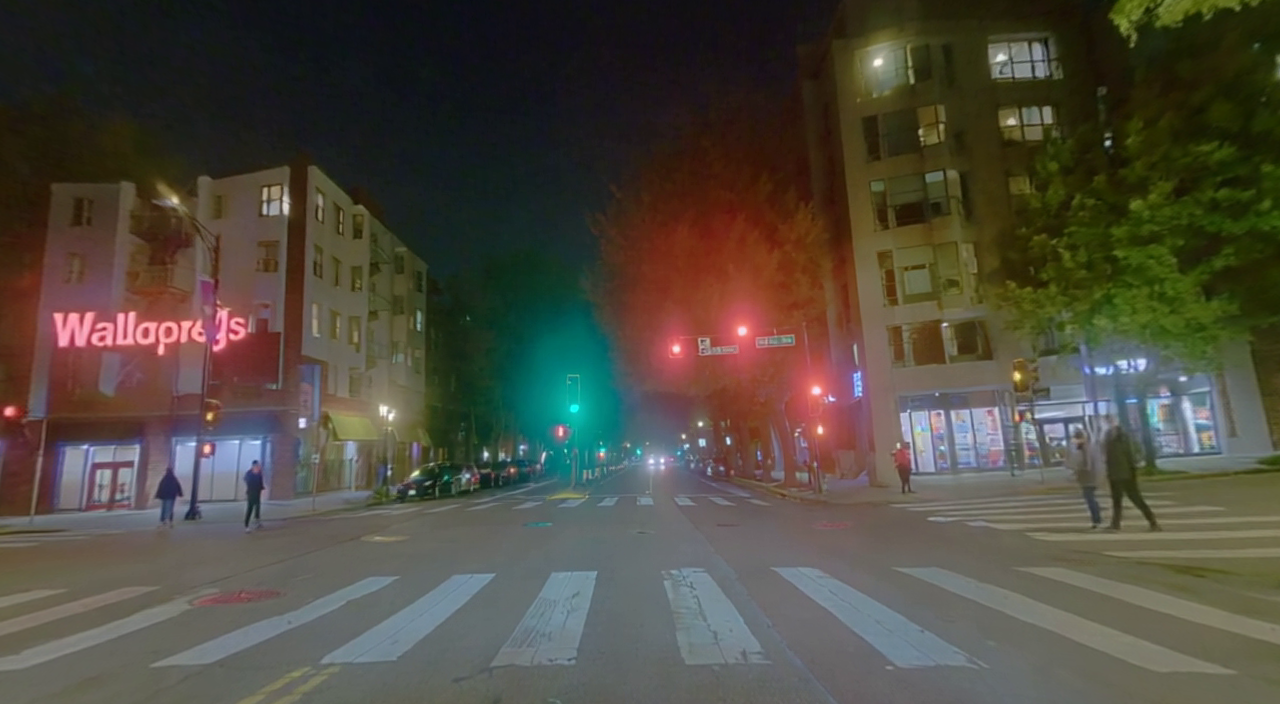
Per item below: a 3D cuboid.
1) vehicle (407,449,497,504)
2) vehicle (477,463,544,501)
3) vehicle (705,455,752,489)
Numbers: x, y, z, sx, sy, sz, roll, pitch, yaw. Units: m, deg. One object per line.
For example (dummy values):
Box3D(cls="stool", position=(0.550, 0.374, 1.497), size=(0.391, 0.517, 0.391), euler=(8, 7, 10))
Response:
Box3D(cls="vehicle", position=(-8.809, 5.852, 30.321), size=(2.489, 2.323, 5.843), euler=(0, -8, 1))
Box3D(cls="vehicle", position=(-5.746, 5.822, 28.627), size=(1.983, 1.438, 4.559), euler=(0, -8, 1))
Box3D(cls="vehicle", position=(5.198, 7.098, 37.714), size=(2.010, 1.844, 4.386), euler=(0, -8, -2))
